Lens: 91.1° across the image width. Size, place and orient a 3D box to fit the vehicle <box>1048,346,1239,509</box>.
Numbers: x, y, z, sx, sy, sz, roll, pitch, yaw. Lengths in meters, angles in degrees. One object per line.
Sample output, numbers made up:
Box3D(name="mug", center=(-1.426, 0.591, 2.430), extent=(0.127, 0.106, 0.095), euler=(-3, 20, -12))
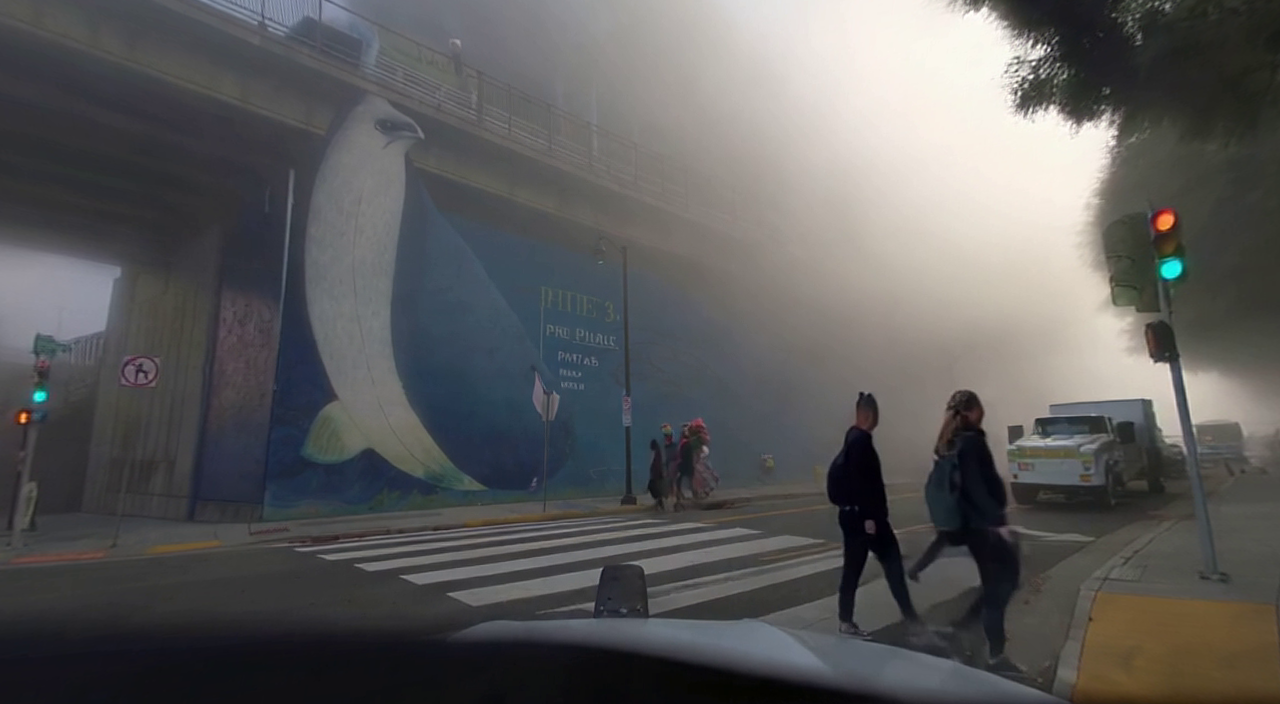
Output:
Box3D(name="vehicle", center=(15.761, 2.388, 19.284), extent=(9.347, 3.893, 2.849), euler=(7, -11, -42))

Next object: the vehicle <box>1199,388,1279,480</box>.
Box3D(name="vehicle", center=(32.640, 4.418, 33.366), extent=(12.015, 4.103, 2.920), euler=(8, -12, -43))
